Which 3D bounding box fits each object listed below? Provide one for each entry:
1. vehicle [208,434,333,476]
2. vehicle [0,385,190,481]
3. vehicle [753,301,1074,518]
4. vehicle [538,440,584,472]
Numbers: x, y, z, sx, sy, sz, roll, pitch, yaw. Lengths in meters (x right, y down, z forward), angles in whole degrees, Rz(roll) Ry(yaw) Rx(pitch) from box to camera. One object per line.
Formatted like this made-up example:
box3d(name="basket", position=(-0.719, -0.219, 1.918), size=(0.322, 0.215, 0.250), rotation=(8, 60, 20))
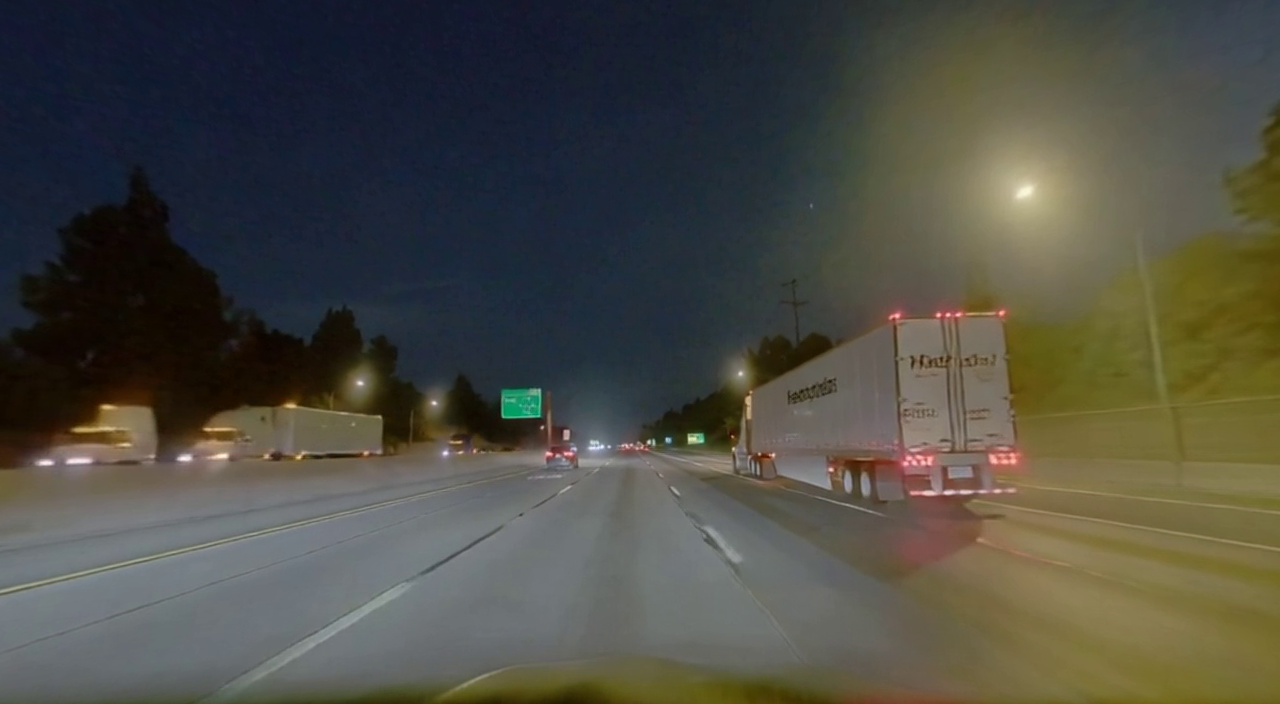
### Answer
box3d(name="vehicle", position=(-17.583, 4.950, 30.567), size=(2.410, 1.798, 6.090), rotation=(0, -9, 0))
box3d(name="vehicle", position=(-25.154, 3.719, 28.124), size=(3.102, 3.541, 9.922), rotation=(0, -9, -2))
box3d(name="vehicle", position=(6.632, 2.270, 20.077), size=(2.919, 4.195, 15.833), rotation=(0, -9, -1))
box3d(name="vehicle", position=(-4.356, 5.802, 35.319), size=(2.027, 1.651, 4.099), rotation=(0, -9, 0))
